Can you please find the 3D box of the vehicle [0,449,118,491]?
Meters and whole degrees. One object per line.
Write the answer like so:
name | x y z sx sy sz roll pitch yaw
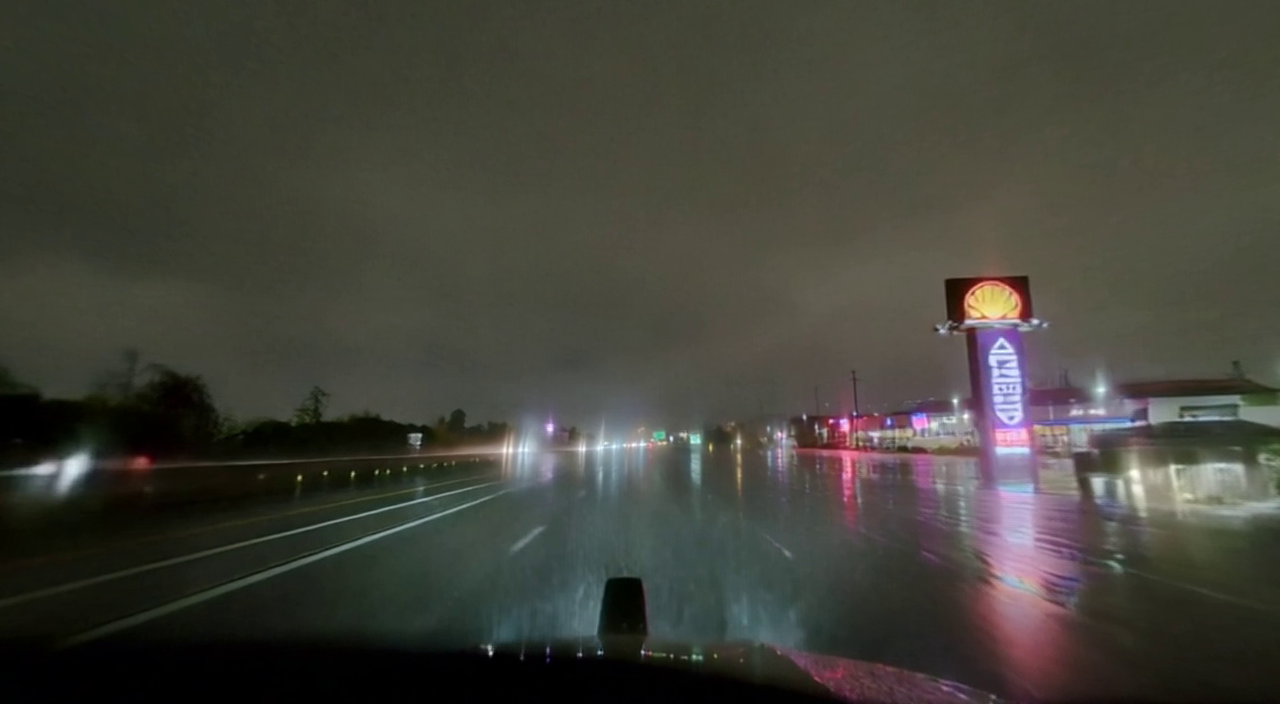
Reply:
vehicle | -28.111 5.529 30.068 2.131 1.778 5.050 0 -8 0
